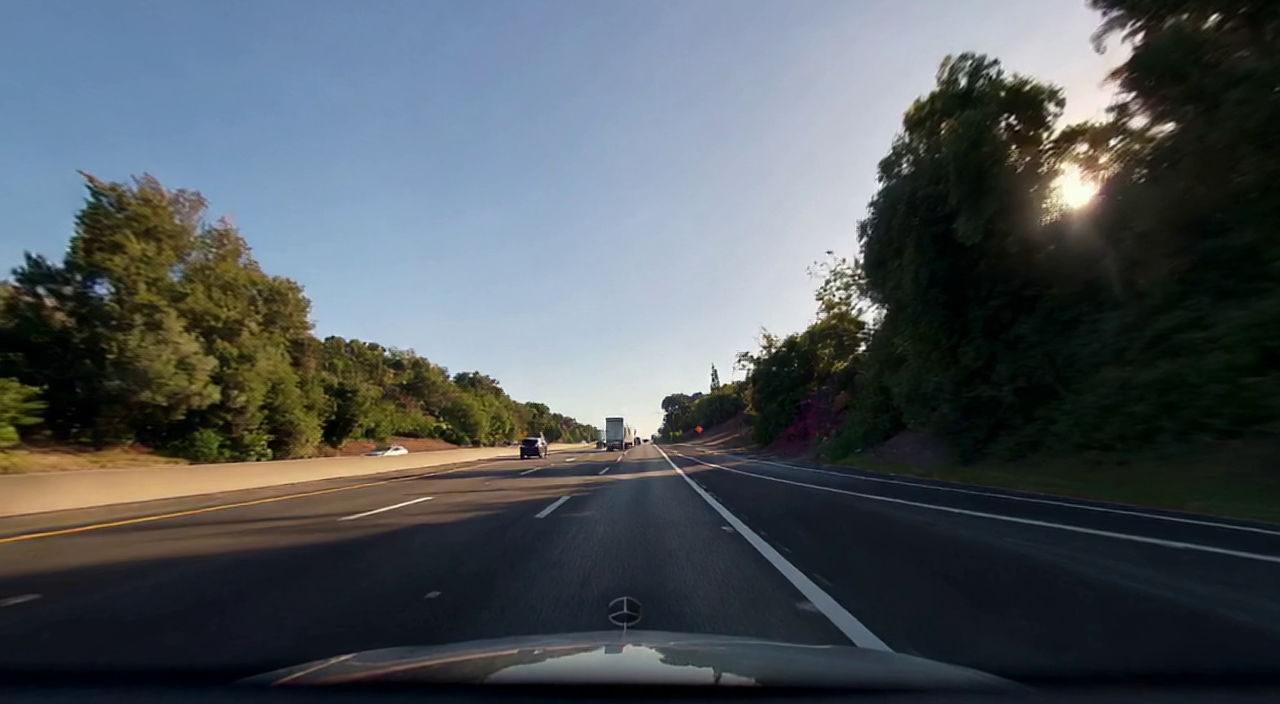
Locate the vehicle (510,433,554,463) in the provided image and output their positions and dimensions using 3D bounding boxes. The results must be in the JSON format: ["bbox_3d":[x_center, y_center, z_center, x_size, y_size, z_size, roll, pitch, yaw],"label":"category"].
[{"bbox_3d":[-7.082,6.353,41.857,2.043,1.828,4.436,0,-8,2],"label":"vehicle"}]
